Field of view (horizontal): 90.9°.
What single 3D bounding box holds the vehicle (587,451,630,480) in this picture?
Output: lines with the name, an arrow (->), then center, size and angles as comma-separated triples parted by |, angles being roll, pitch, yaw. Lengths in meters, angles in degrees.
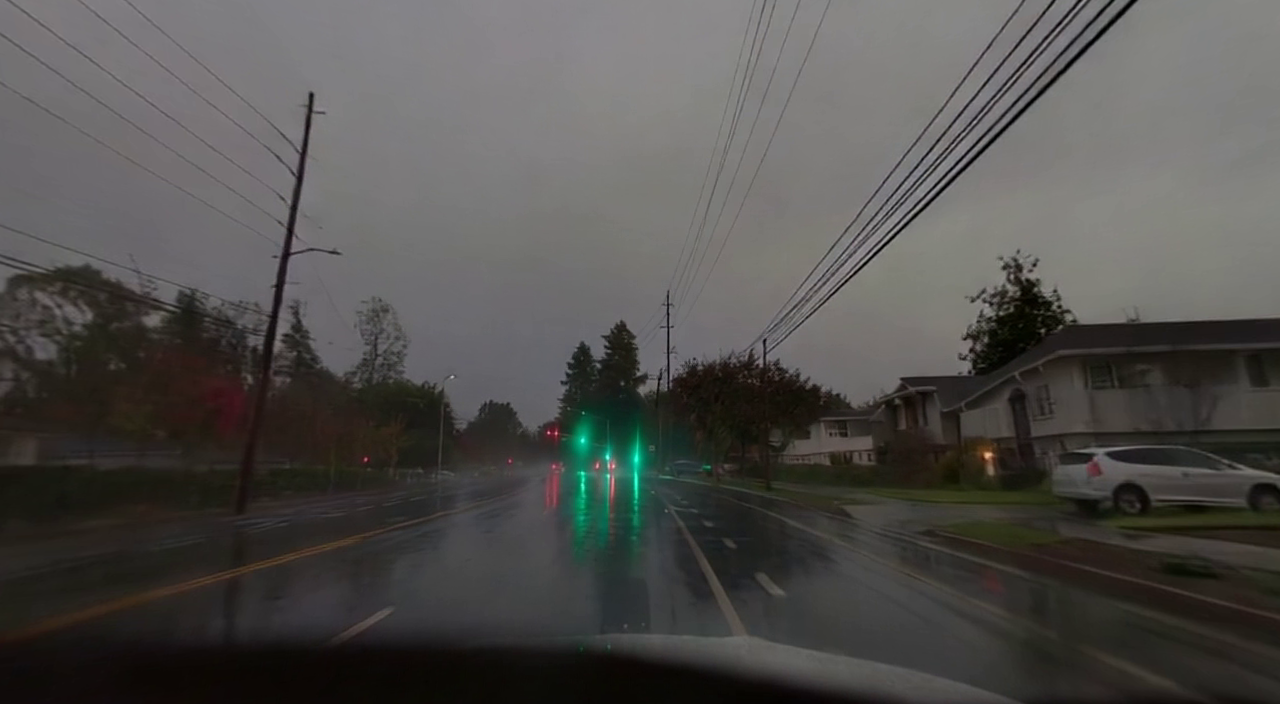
vehicle -> -2.355, 8.157, 45.494 | 2.284, 1.741, 4.702 | 4, -8, -12

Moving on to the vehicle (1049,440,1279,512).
vehicle -> 12.526, 2.831, 14.672 | 4.648, 1.511, 1.919 | 0, -8, -2
